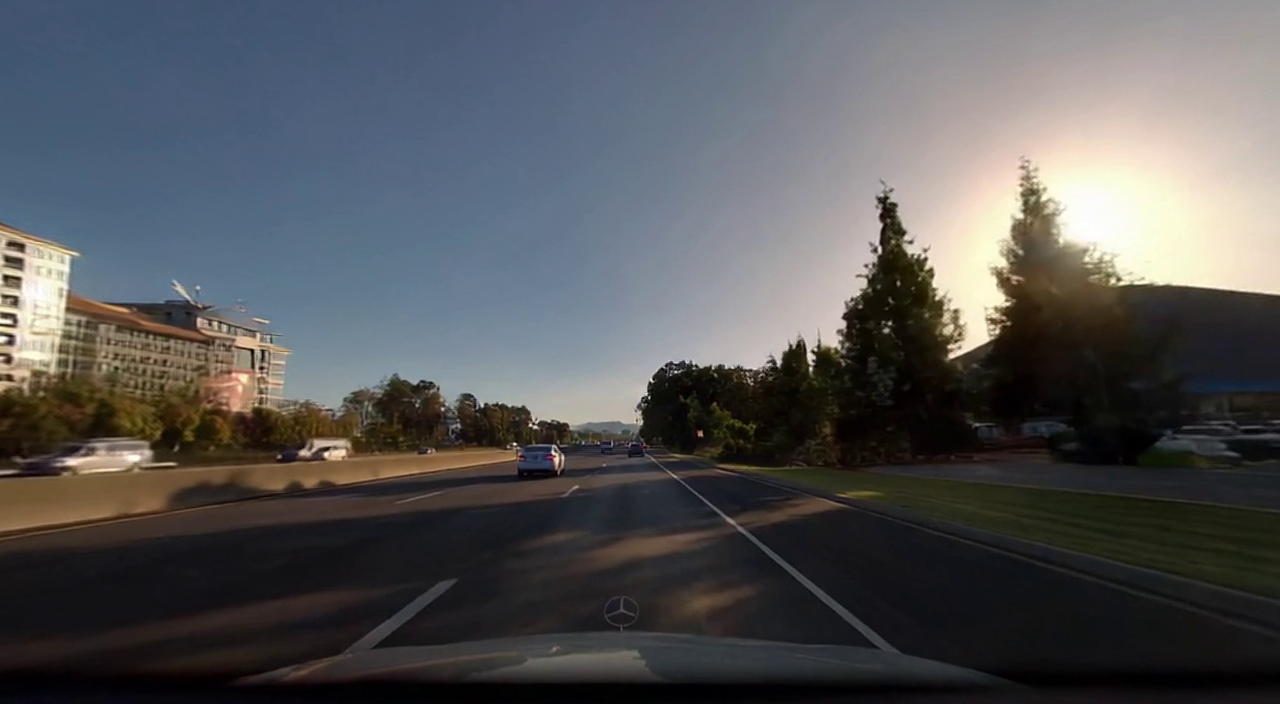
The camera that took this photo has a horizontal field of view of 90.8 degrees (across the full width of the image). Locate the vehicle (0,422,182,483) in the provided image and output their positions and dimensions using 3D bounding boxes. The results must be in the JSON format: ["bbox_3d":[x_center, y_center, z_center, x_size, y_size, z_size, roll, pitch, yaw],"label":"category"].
[{"bbox_3d":[-36.246,6.665,42.230,2.965,3.488,11.110,0,-9,0],"label":"vehicle"}]

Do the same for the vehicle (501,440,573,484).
[{"bbox_3d":[-3.664,3.982,23.229,1.920,1.463,4.134,0,-8,0],"label":"vehicle"}]
